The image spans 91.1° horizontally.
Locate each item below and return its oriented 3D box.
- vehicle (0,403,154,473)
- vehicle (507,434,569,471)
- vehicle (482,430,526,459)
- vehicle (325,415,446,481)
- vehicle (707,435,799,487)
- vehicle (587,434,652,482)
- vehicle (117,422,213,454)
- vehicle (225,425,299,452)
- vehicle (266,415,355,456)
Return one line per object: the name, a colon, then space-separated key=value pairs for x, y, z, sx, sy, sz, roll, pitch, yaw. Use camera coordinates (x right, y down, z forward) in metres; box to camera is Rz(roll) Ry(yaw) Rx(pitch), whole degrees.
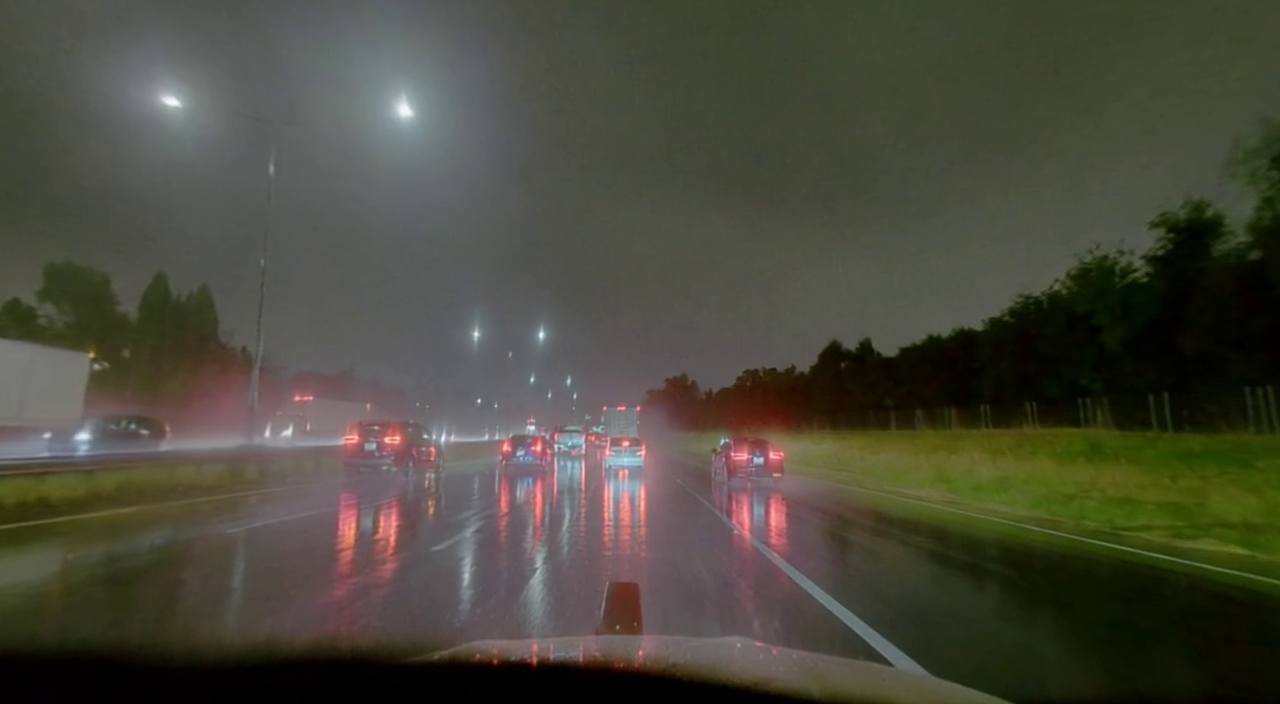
vehicle: x=-14.837 y=2.157 z=15.733 sx=1.885 sy=1.496 sz=4.446 roll=0 pitch=-8 yaw=-2
vehicle: x=-4.456 y=4.456 z=28.120 sx=2.046 sy=1.493 sz=4.384 roll=0 pitch=-8 yaw=0
vehicle: x=-8.972 y=6.108 z=41.699 sx=1.992 sy=1.838 sz=4.493 roll=0 pitch=-8 yaw=-1
vehicle: x=-8.293 y=3.162 z=21.040 sx=2.158 sy=1.943 sz=4.662 roll=0 pitch=-8 yaw=-1
vehicle: x=3.540 y=3.471 z=20.519 sx=1.981 sy=1.474 sz=4.396 roll=0 pitch=-8 yaw=-3
vehicle: x=-0.673 y=3.523 z=21.267 sx=1.980 sy=1.478 sz=3.758 roll=0 pitch=-8 yaw=-1
vehicle: x=-23.395 y=4.262 z=31.179 sx=1.773 sy=1.462 sz=3.985 roll=0 pitch=-8 yaw=-2
vehicle: x=-23.615 y=5.427 z=39.468 sx=2.068 sy=1.563 sz=4.337 roll=0 pitch=-8 yaw=-2
vehicle: x=-15.454 y=3.956 z=29.778 sx=1.919 sy=1.761 sz=4.413 roll=0 pitch=-8 yaw=-2
